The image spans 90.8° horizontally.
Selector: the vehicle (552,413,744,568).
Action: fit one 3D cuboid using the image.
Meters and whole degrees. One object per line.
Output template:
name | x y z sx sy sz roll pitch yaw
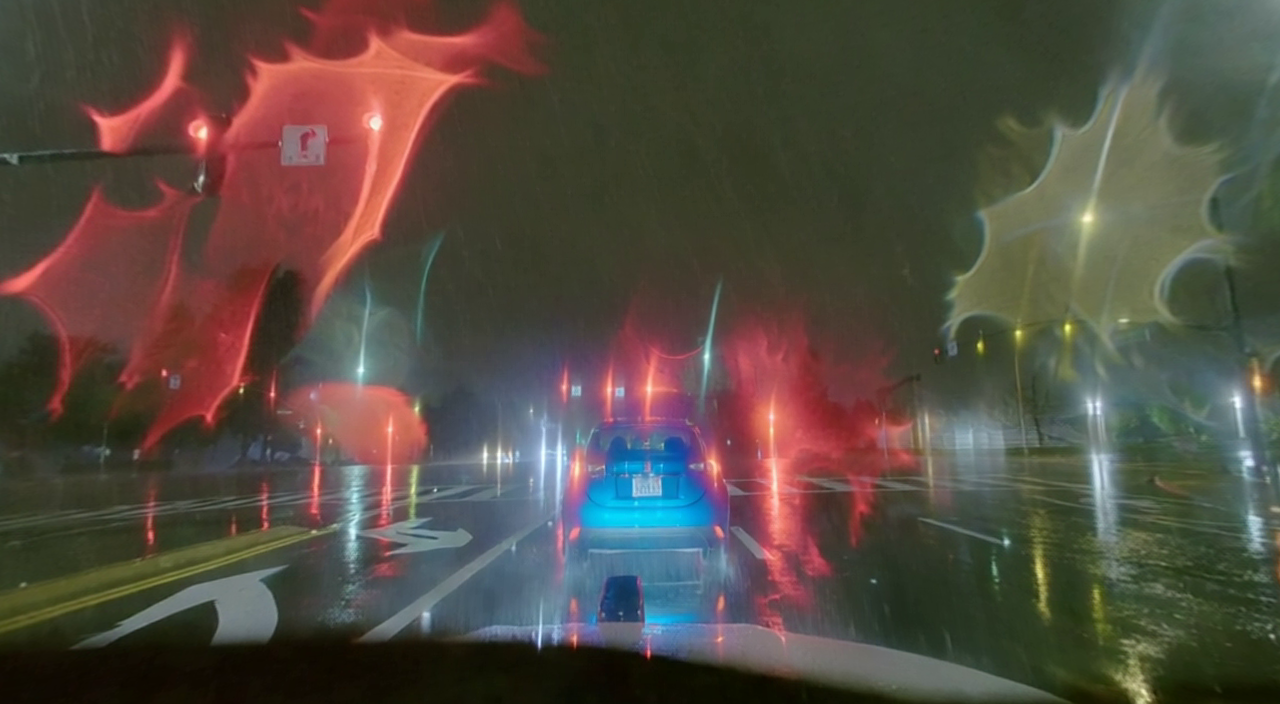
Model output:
vehicle | 0.046 1.755 8.711 2.027 1.626 3.942 0 -8 -1
